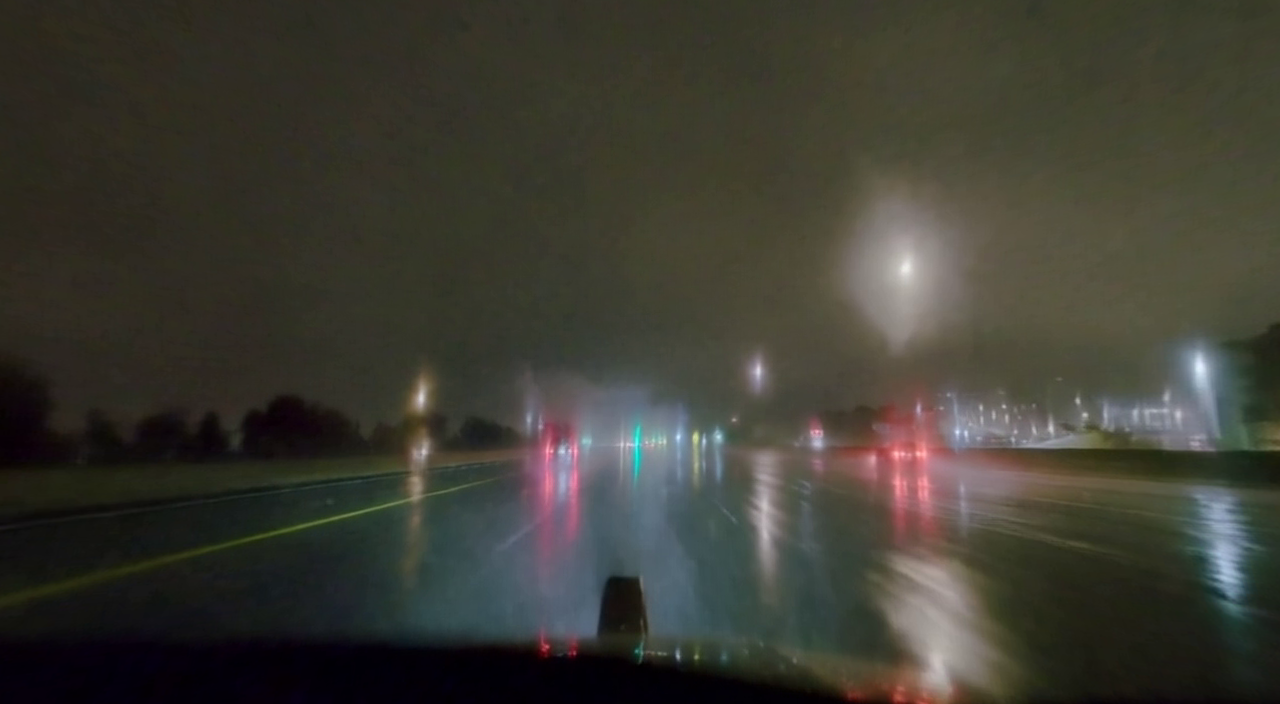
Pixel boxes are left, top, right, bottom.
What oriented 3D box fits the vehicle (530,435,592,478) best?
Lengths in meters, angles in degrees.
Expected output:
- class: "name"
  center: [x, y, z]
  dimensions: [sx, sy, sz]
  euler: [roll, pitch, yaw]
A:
- class: "vehicle"
  center: [-3.304, 4.486, 27.372]
  dimensions: [2.072, 1.706, 4.359]
  euler: [0, -8, 1]
